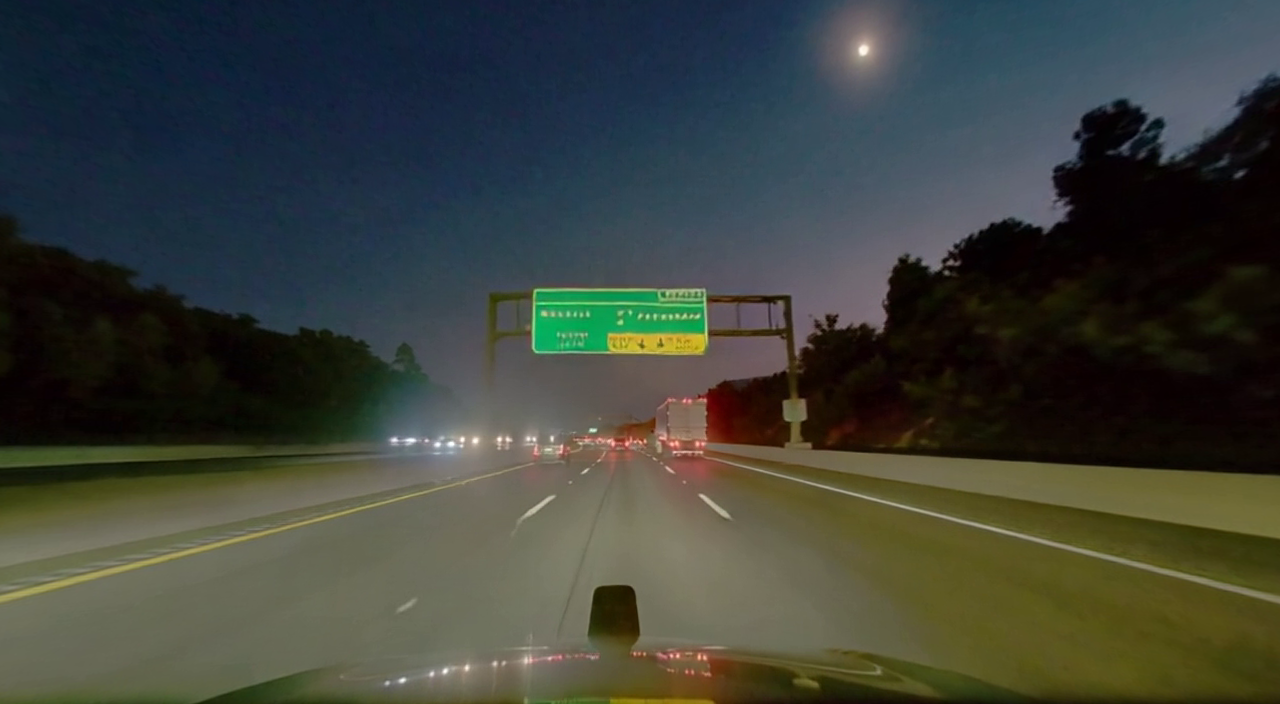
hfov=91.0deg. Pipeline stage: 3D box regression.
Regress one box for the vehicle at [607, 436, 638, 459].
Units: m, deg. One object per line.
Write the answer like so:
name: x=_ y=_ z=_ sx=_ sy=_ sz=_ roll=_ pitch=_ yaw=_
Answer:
vehicle: x=-1.243 y=6.656 z=43.982 sx=2.125 sy=1.542 sz=3.816 roll=0 pitch=-8 yaw=-2

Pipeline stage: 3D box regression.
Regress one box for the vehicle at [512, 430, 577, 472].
vehicle: x=-4.329 y=4.558 z=29.255 sx=2.377 sy=1.747 sz=4.703 roll=0 pitch=-8 yaw=-1

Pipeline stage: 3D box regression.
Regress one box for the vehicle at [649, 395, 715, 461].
vehicle: x=2.696 y=5.681 z=46.048 sx=3.301 sy=4.034 sz=13.722 roll=0 pitch=-8 yaw=-3
